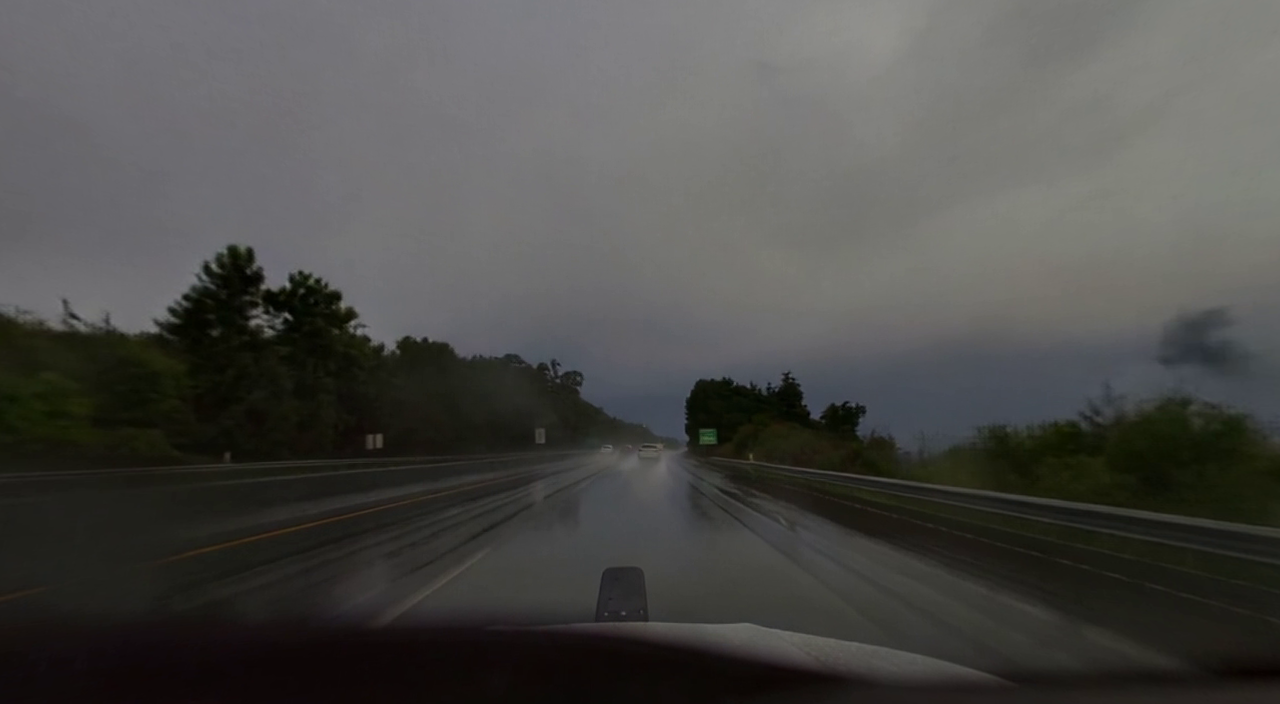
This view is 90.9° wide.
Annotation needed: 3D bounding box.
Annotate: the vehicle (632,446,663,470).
[{"bbox_3d":[0.502,6.959,41.410,1.934,1.488,3.832,0,-9,1],"label":"vehicle"}]
